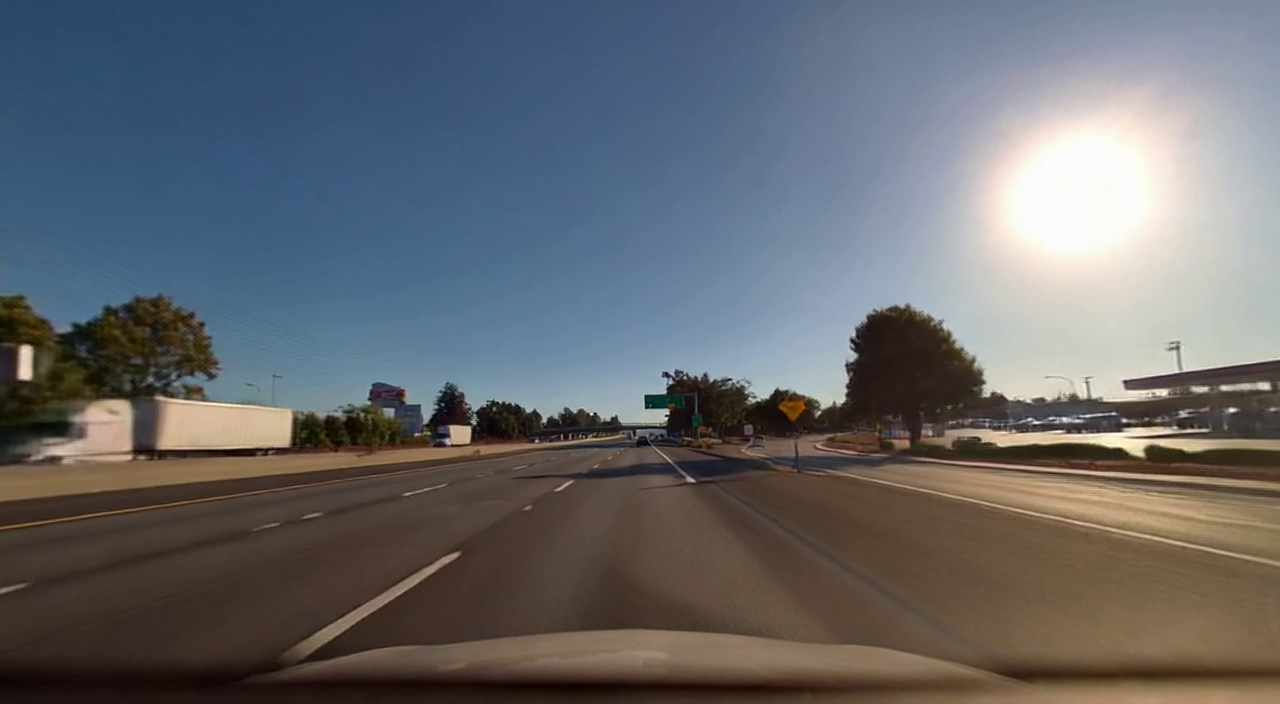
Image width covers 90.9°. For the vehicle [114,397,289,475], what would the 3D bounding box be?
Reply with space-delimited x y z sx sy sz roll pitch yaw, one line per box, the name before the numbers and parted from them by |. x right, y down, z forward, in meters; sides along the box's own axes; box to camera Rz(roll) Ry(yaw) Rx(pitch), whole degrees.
vehicle | -28.452 5.685 42.151 3.134 4.422 12.041 0 -8 -1

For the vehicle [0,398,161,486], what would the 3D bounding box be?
vehicle | -28.325 4.531 31.800 3.372 3.925 6.100 0 -8 -1
